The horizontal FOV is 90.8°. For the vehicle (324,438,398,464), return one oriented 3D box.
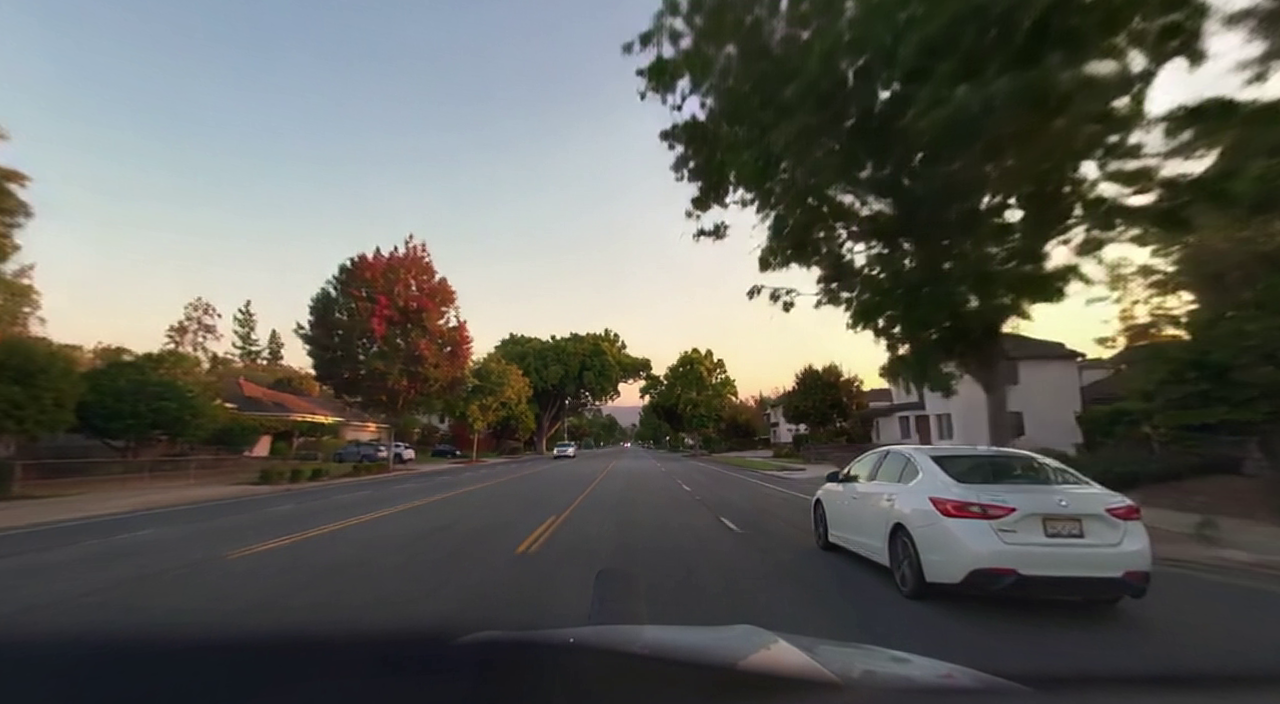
[{"bbox_3d":[-20.631,7.334,46.798,4.445,1.822,2.095,-1,-8,4],"label":"vehicle"}]

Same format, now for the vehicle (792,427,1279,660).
[{"bbox_3d":[3.101,1.558,6.292,2.057,1.493,4.225,0,-8,-1],"label":"vehicle"}]
